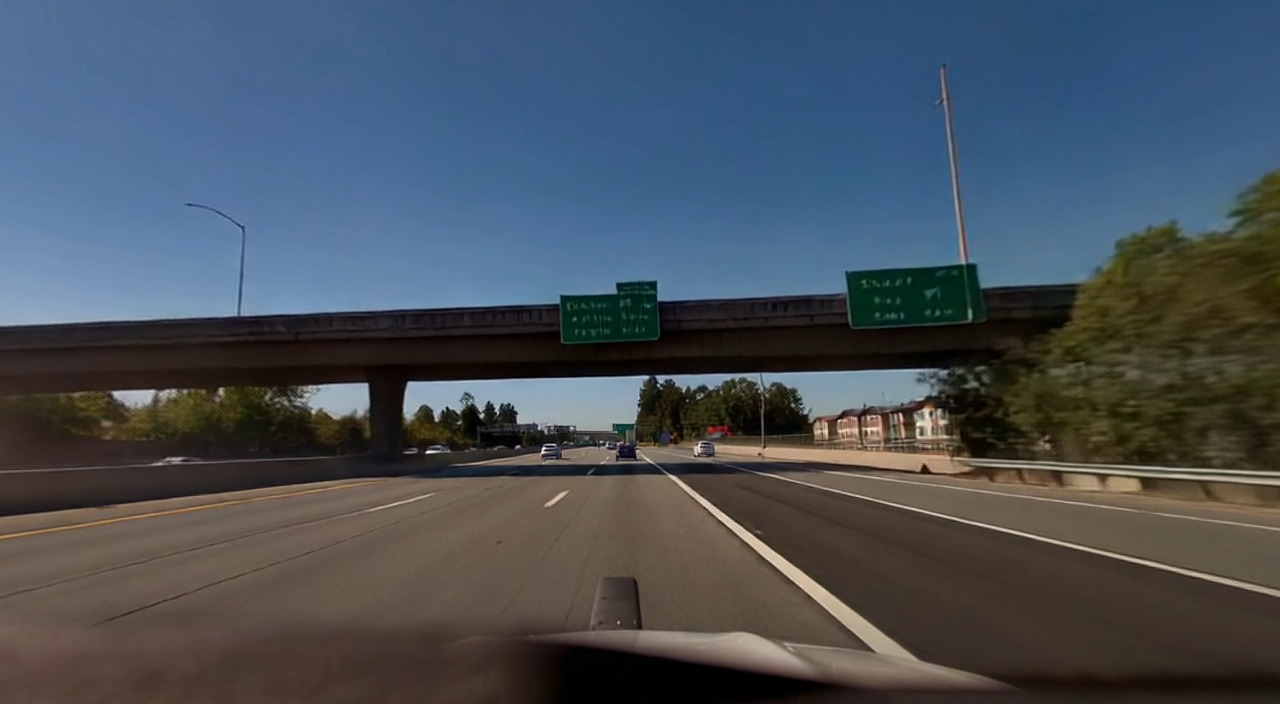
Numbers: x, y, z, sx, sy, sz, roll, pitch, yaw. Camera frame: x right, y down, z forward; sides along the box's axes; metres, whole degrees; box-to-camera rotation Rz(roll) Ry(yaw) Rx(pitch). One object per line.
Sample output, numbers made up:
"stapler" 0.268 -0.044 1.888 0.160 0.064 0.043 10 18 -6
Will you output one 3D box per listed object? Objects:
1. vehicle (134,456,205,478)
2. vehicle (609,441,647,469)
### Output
"vehicle" -35.922 8.793 48.406 1.887 1.475 4.752 0 -8 -2
"vehicle" -0.696 5.832 35.903 2.012 1.471 4.059 0 -8 -2
